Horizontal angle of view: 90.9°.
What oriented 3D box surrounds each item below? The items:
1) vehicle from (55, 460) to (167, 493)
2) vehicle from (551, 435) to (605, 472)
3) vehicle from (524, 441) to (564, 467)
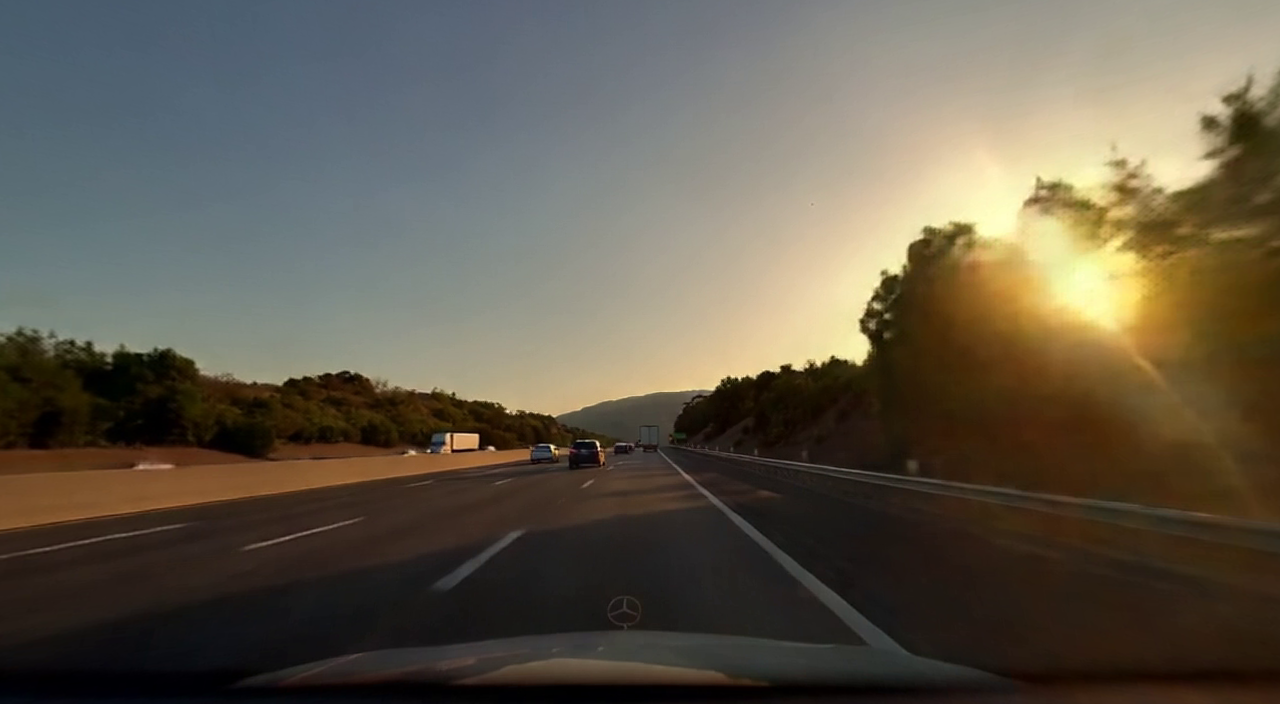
[{"bbox_3d":[-28.427,6.675,34.126,1.811,1.488,4.900,0,-8,0],"label":"vehicle"},{"bbox_3d":[-3.171,5.324,33.290,2.283,1.802,4.810,0,-8,1],"label":"vehicle"},{"bbox_3d":[-6.499,6.940,43.157,2.062,1.691,4.278,0,-8,0],"label":"vehicle"}]
